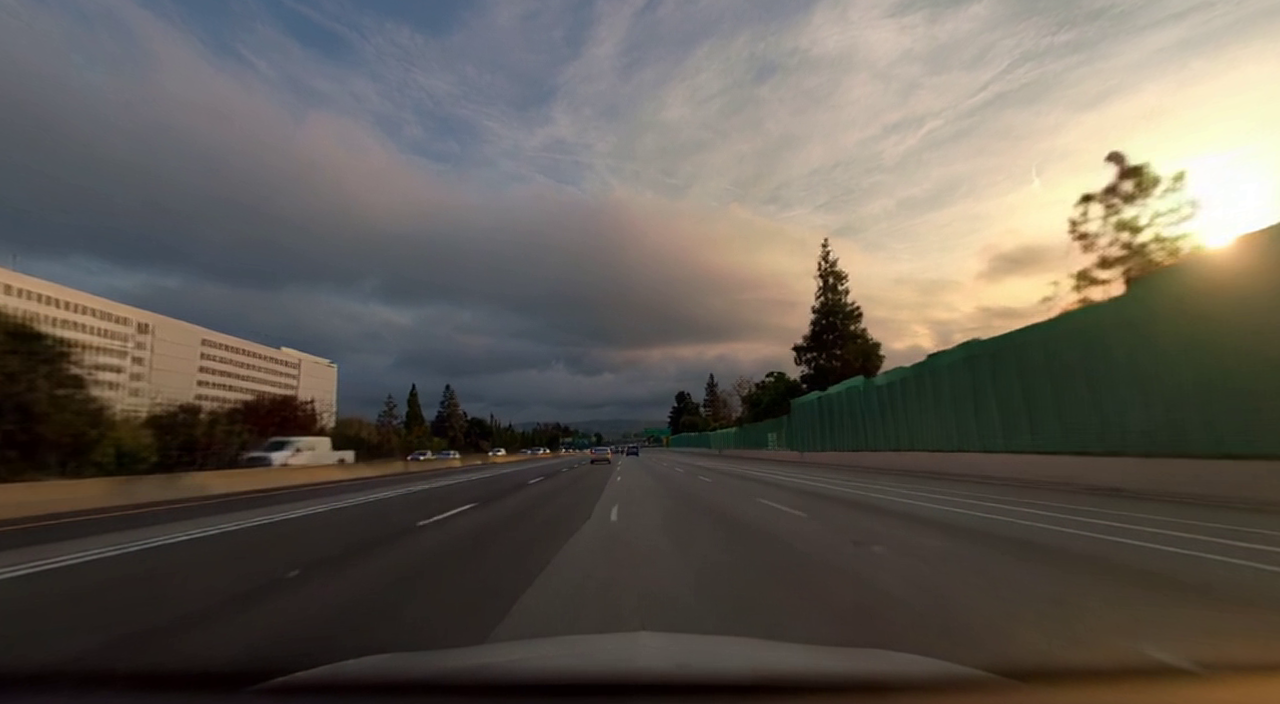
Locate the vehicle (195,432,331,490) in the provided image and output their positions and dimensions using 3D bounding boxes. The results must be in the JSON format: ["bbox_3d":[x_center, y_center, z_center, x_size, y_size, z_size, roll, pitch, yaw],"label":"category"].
[{"bbox_3d":[-14.029,4.090,23.913,2.125,1.915,4.942,0,-9,-1],"label":"vehicle"}]

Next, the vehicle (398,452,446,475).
[{"bbox_3d":[-15.737,8.058,45.779,1.946,1.531,4.538,0,-9,-1],"label":"vehicle"}]
